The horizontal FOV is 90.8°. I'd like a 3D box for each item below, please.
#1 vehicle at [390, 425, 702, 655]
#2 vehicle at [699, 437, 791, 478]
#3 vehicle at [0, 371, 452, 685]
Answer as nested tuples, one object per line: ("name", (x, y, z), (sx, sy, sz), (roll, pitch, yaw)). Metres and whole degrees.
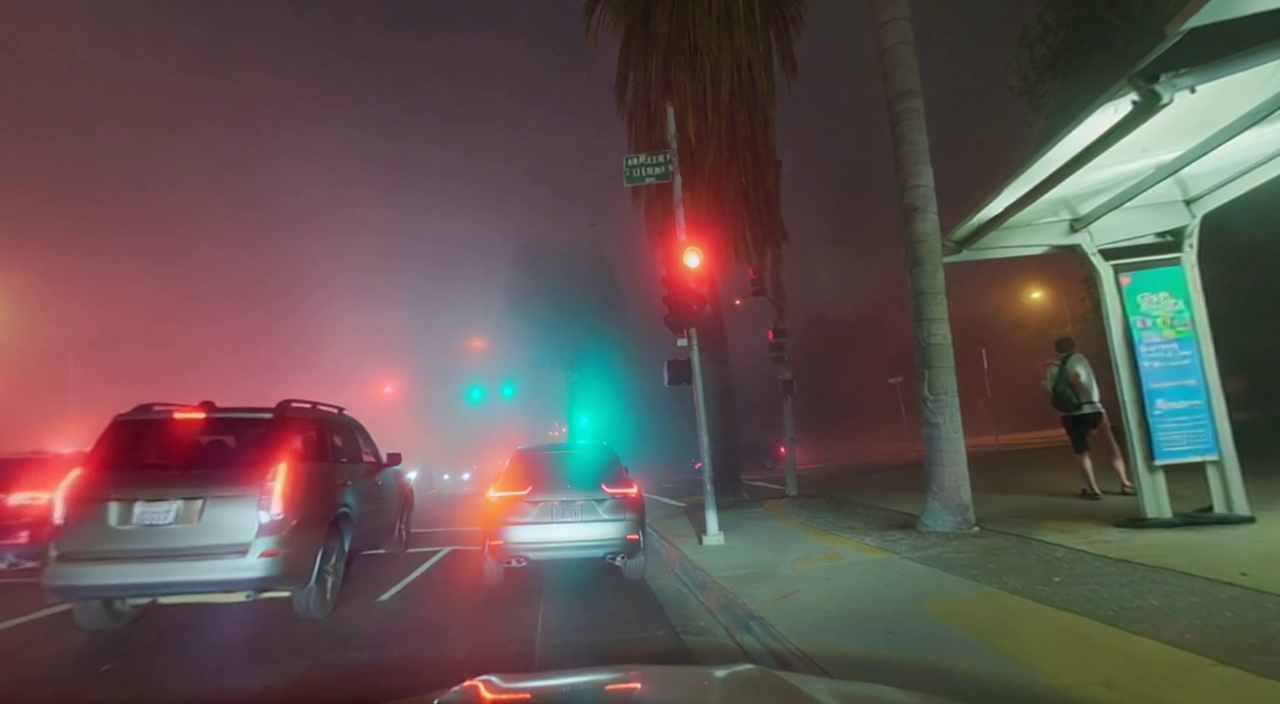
("vehicle", (-0.935, 1.558, 6.422), (2.065, 1.467, 4.289), (1, -9, -9))
("vehicle", (5.204, 5.225, 31.468), (3.986, 1.636, 1.903), (5, -4, -12))
("vehicle", (-3.313, 1.388, 6.182), (2.098, 1.851, 4.571), (1, -9, -8))
